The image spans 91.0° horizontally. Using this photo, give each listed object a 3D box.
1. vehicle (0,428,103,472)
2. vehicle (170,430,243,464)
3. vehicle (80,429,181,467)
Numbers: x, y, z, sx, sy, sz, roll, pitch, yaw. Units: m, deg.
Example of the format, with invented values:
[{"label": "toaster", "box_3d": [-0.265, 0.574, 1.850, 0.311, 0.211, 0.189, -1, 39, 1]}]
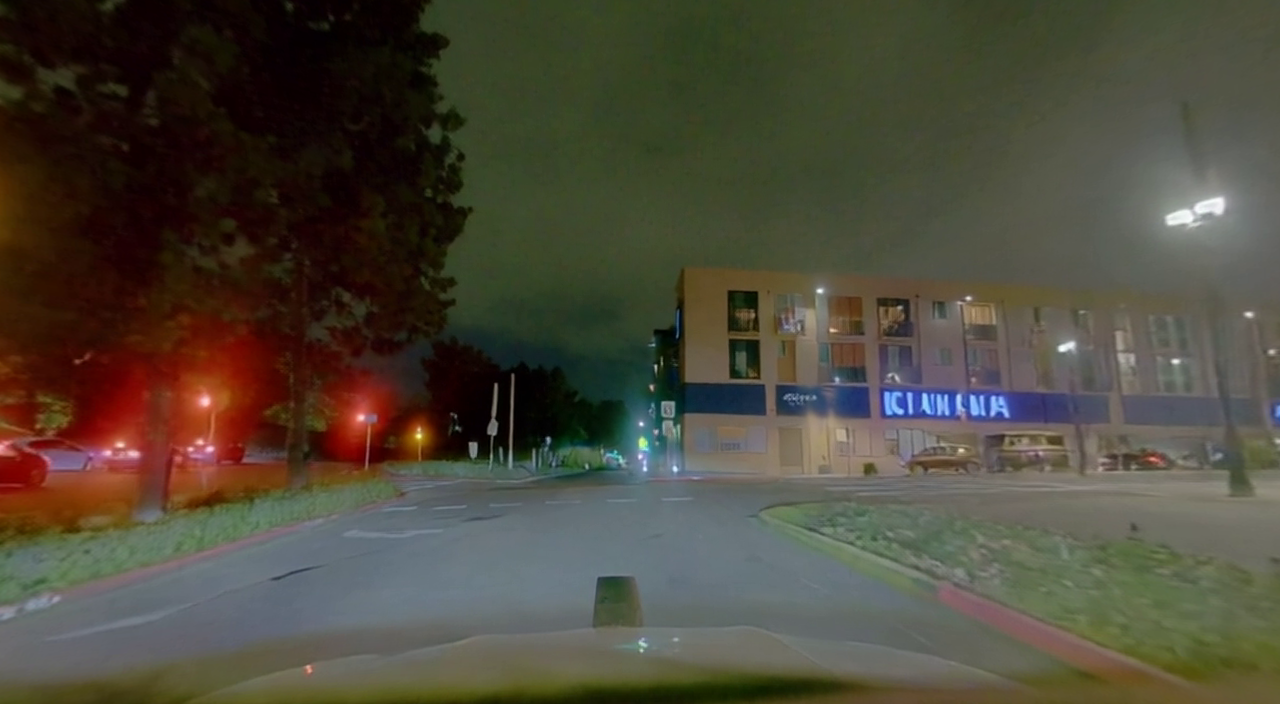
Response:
[{"label": "vehicle", "box_3d": [-23.124, 3.733, 24.118, 1.838, 1.518, 4.074, 0, -7, -7]}, {"label": "vehicle", "box_3d": [-26.795, 5.831, 39.049, 1.870, 1.563, 4.039, 7, -4, -7]}, {"label": "vehicle", "box_3d": [-23.513, 4.519, 29.257, 1.675, 1.587, 3.980, -1, -11, -6]}]
